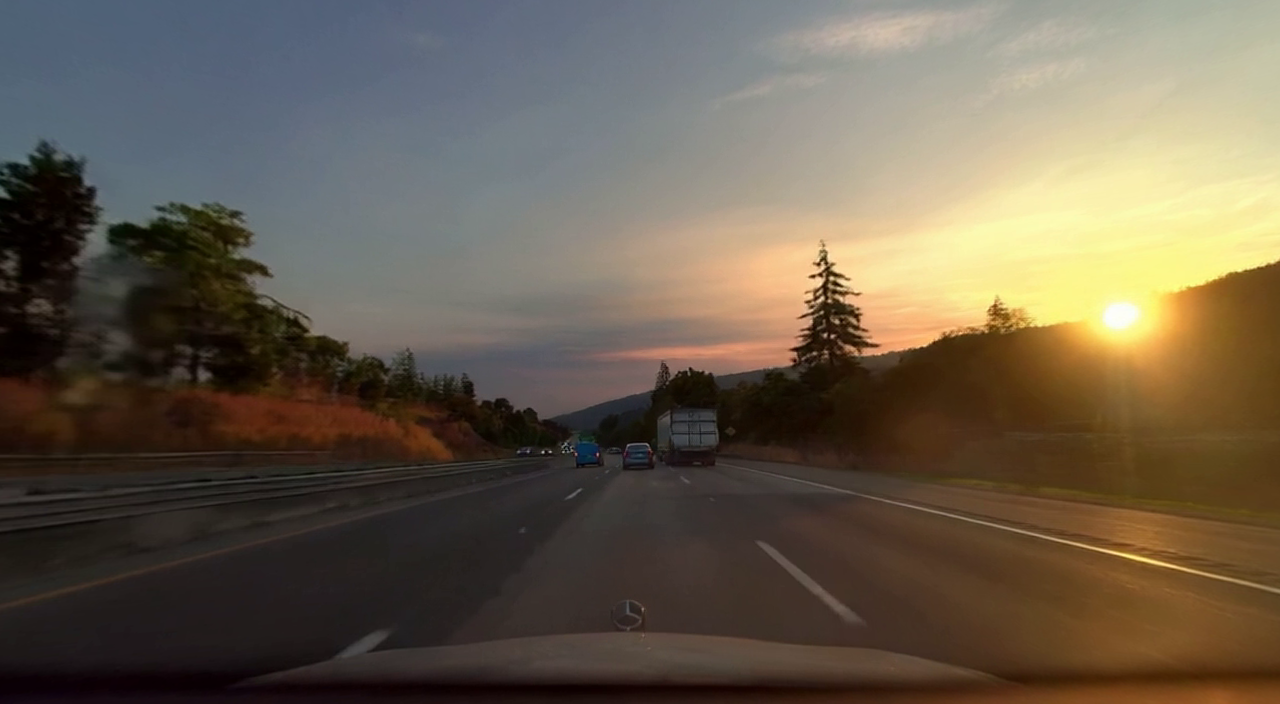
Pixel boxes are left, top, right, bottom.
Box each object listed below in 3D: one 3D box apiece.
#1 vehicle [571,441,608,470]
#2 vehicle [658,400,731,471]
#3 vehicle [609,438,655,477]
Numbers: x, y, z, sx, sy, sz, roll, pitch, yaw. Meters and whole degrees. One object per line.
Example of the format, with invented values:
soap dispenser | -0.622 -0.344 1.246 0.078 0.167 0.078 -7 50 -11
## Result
vehicle | -3.544 7.428 45.391 2.167 1.991 5.062 -1 -9 1
vehicle | 3.345 6.109 44.597 3.468 4.030 16.902 0 -9 -1
vehicle | -0.379 5.352 32.135 2.209 1.825 4.036 0 -9 0
